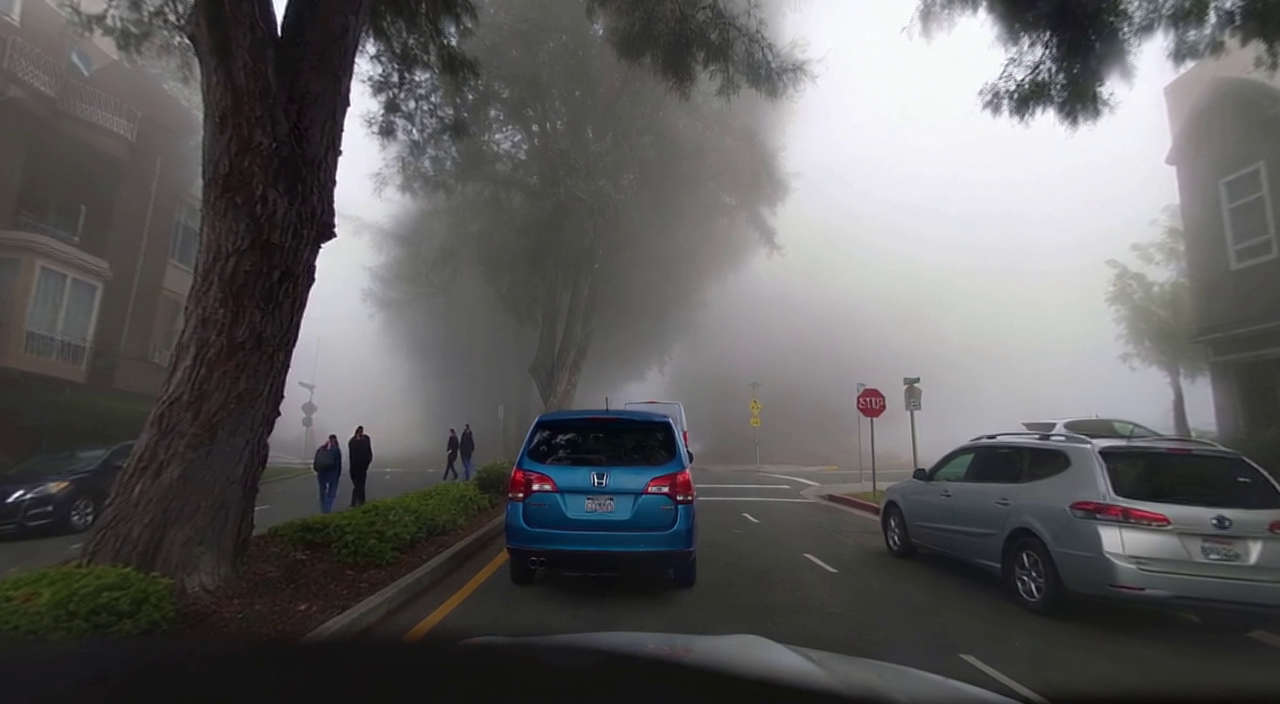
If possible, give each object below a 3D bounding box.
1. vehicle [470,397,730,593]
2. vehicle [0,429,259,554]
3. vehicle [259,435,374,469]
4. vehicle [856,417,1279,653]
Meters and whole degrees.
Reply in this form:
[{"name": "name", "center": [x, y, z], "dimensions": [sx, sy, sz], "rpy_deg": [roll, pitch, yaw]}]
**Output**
[{"name": "vehicle", "center": [-0.386, 1.657, 8.180], "dimensions": [2.377, 1.787, 4.652], "rpy_deg": [0, -8, -1]}, {"name": "vehicle", "center": [-8.288, 2.029, 10.016], "dimensions": [1.825, 1.532, 4.083], "rpy_deg": [-3, -7, 2]}, {"name": "vehicle", "center": [-15.219, 4.723, 29.808], "dimensions": [4.387, 1.495, 1.811], "rpy_deg": [1, -8, -3]}, {"name": "vehicle", "center": [4.223, 1.684, 6.874], "dimensions": [1.959, 1.581, 4.731], "rpy_deg": [4, -9, -2]}]
